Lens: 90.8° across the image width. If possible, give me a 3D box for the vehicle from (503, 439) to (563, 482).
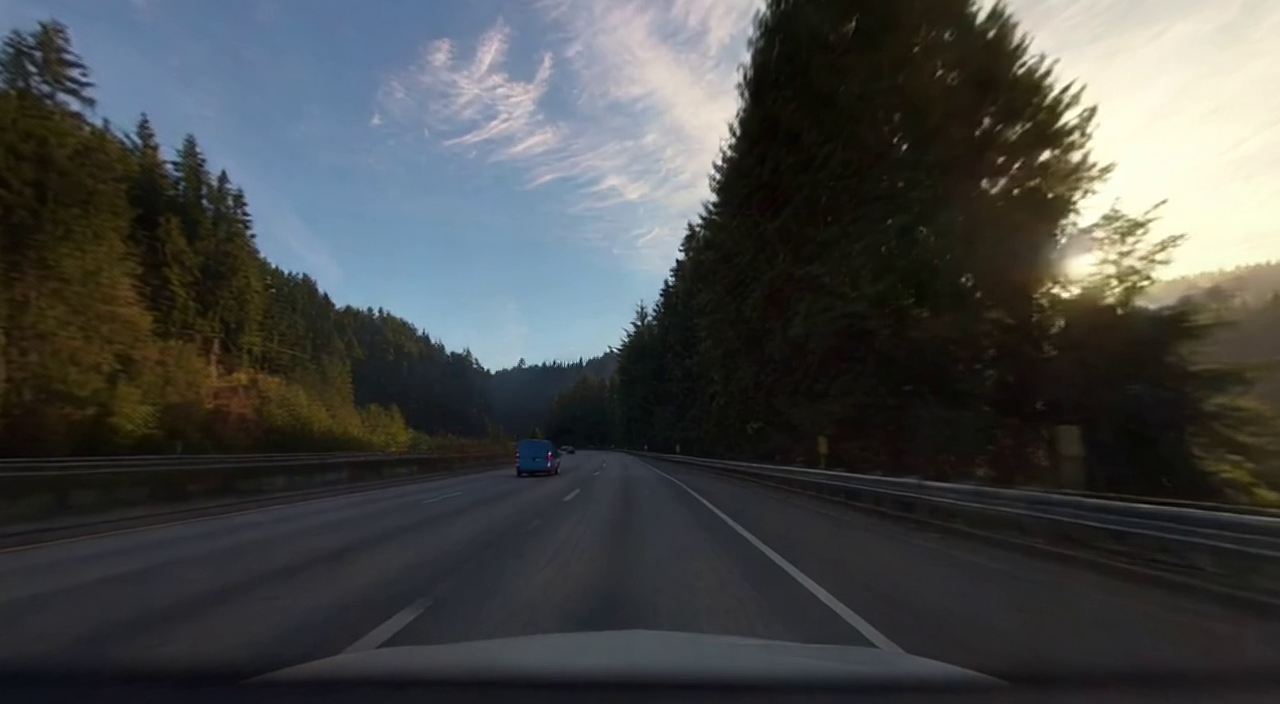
[{"bbox_3d":[-5.461,5.605,32.883,2.197,2.038,4.919,0,-9,0],"label":"vehicle"}]
